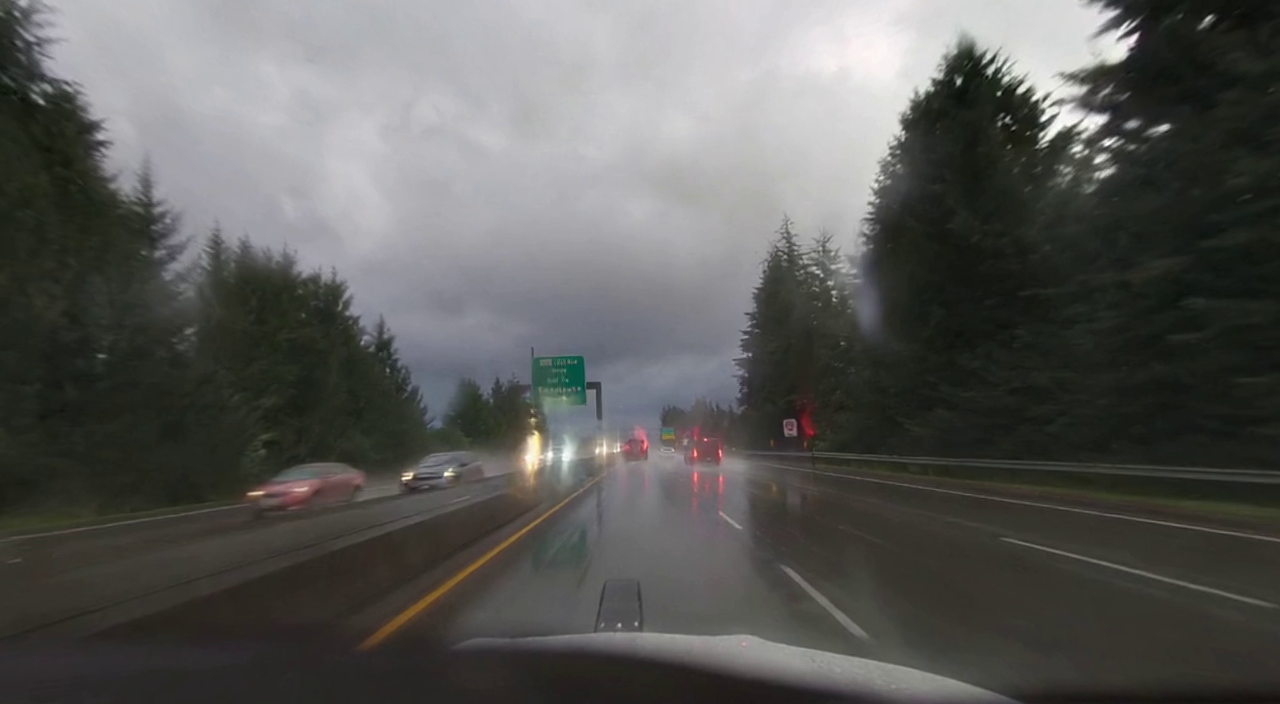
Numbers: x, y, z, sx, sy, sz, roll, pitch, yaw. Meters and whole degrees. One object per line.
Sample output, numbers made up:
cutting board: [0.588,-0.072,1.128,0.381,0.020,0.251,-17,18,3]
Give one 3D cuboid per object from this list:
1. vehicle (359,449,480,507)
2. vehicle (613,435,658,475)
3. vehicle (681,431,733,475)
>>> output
vehicle: [-6.602,3.801,19.482,2.057,1.543,4.722,0,-9,0]
vehicle: [-0.216,5.426,33.247,2.192,1.912,4.524,0,-9,0]
vehicle: [3.268,5.070,31.640,1.981,1.984,4.623,0,-9,-2]
